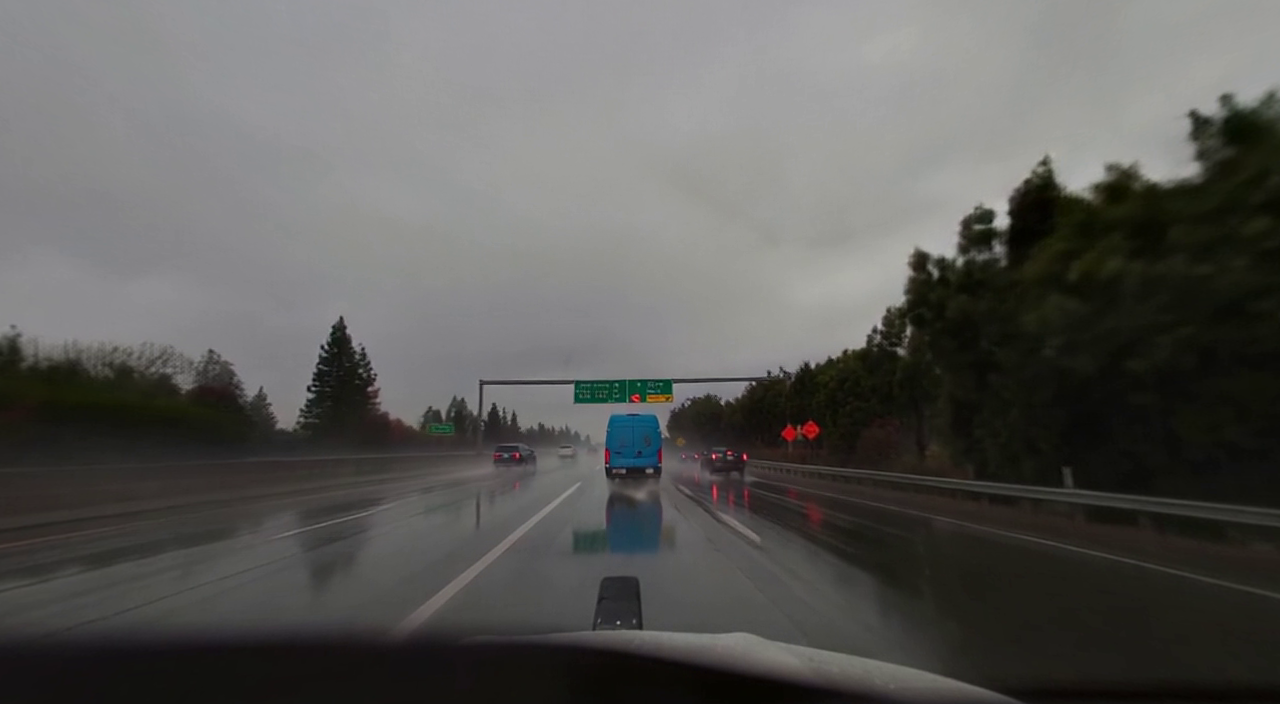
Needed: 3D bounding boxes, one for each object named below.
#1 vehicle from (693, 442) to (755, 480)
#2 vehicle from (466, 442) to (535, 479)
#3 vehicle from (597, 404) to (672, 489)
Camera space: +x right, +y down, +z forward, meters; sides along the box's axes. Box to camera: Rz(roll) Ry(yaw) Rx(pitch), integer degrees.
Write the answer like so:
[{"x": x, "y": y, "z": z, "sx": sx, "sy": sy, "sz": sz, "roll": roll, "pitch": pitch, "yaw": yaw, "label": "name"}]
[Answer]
[{"x": 3.563, "y": 4.719, "z": 27.410, "sx": 2.015, "sy": 1.491, "sz": 4.732, "roll": 0, "pitch": -9, "yaw": -1, "label": "vehicle"}, {"x": -6.141, "y": 4.838, "z": 28.171, "sx": 2.003, "sy": 1.498, "sz": 4.386, "roll": -1, "pitch": -9, "yaw": 1, "label": "vehicle"}, {"x": -0.232, "y": 3.252, "z": 21.647, "sx": 2.268, "sy": 2.551, "sz": 5.144, "roll": 0, "pitch": -9, "yaw": -1, "label": "vehicle"}]
